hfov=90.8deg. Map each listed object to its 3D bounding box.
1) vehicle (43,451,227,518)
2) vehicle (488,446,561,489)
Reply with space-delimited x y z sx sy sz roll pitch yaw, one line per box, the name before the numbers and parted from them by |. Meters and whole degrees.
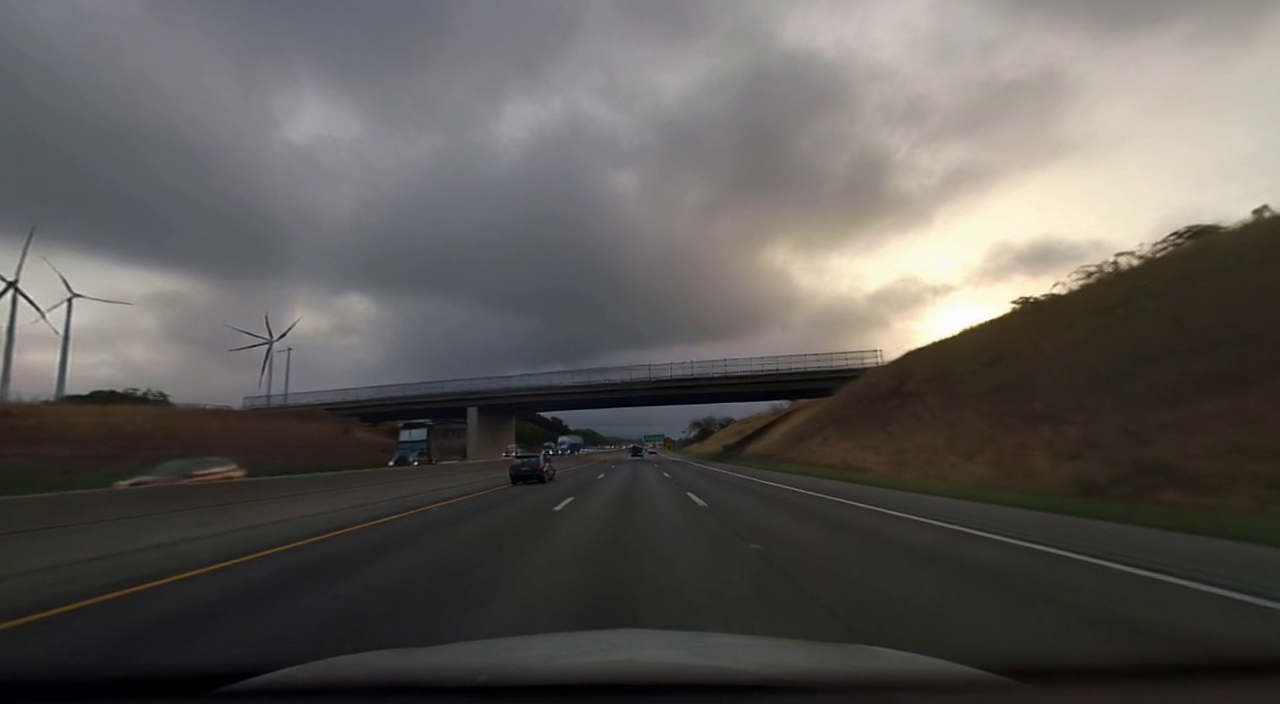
vehicle | -11.912 3.100 15.199 1.590 1.384 3.364 0 -9 1
vehicle | -4.237 4.308 23.834 1.921 1.481 4.120 0 -9 0
